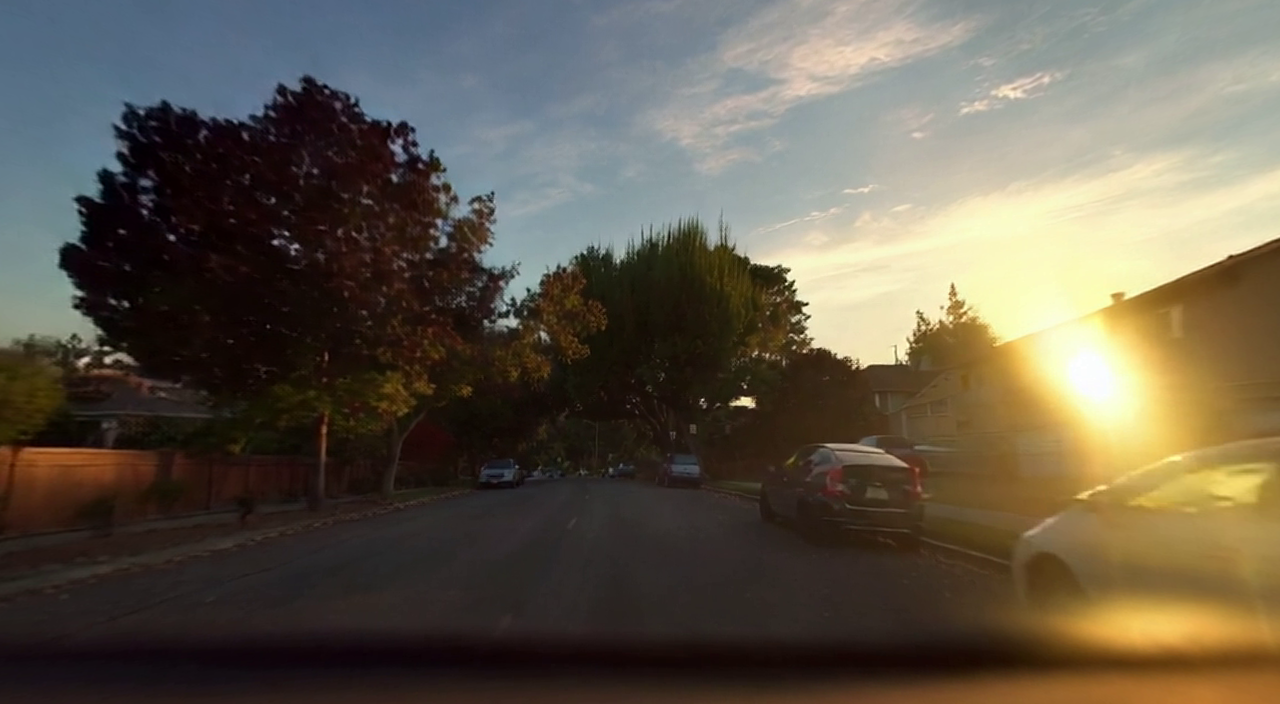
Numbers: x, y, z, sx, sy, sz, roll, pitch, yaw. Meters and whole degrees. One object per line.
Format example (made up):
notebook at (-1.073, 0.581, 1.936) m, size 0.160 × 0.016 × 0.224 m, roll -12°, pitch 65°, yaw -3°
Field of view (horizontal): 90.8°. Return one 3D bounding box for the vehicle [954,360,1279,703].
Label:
vehicle at (3.467, 0.910, 2.614) m, size 1.970 × 1.709 × 4.568 m, roll -1°, pitch -9°, yaw 0°

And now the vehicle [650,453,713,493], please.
vehicle at (1.893, 5.784, 30.564) m, size 2.163 × 1.742 × 4.239 m, roll 1°, pitch -9°, yaw -8°

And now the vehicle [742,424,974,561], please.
vehicle at (3.270, 2.208, 10.754) m, size 1.990 × 1.753 × 4.783 m, roll 0°, pitch -9°, yaw -3°

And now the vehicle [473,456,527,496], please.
vehicle at (-6.885, 6.110, 31.492) m, size 2.051 × 1.575 × 4.581 m, roll -2°, pitch -7°, yaw -5°
